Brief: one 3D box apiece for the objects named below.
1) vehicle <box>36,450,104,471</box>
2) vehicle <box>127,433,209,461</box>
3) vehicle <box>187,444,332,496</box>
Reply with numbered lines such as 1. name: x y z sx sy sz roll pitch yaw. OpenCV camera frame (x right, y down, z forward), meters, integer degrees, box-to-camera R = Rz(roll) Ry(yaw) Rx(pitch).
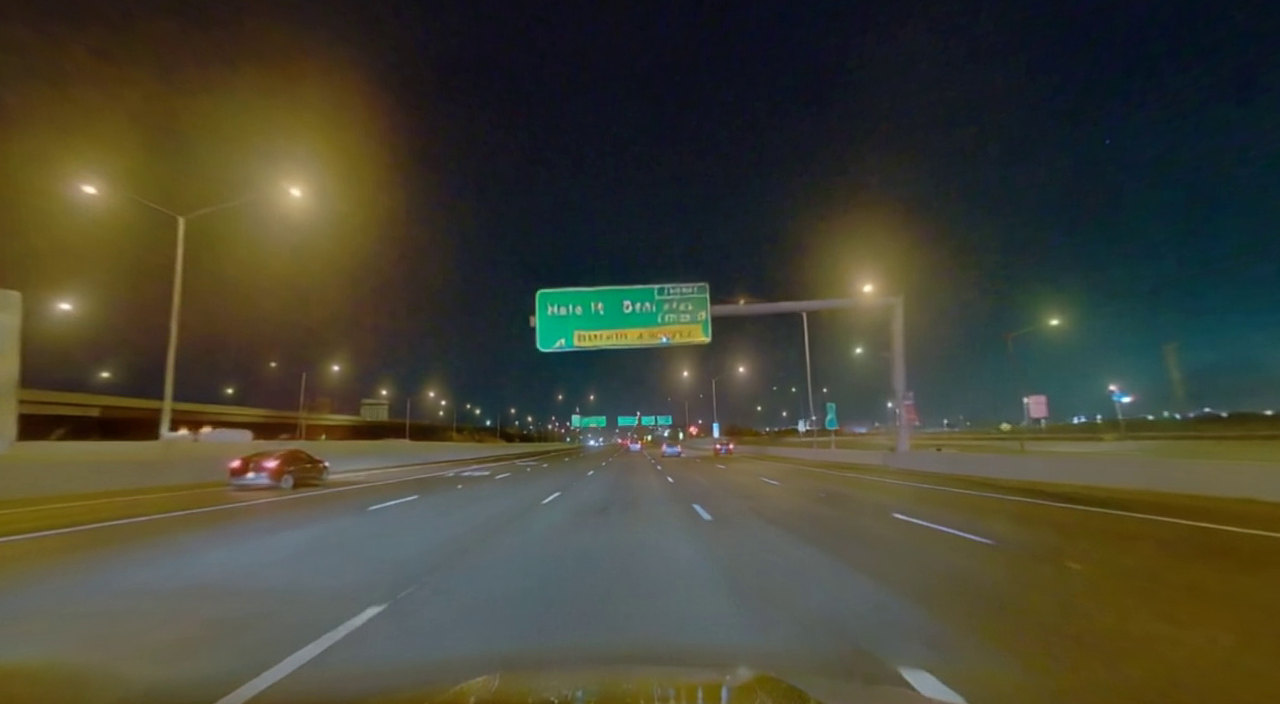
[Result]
1. vehicle: -40.186 7.656 44.628 1.619 1.377 3.484 0 -8 -1
2. vehicle: -36.434 7.320 48.975 2.257 2.052 5.365 0 -8 -1
3. vehicle: -11.470 3.542 19.460 1.861 1.373 4.211 0 -8 0
